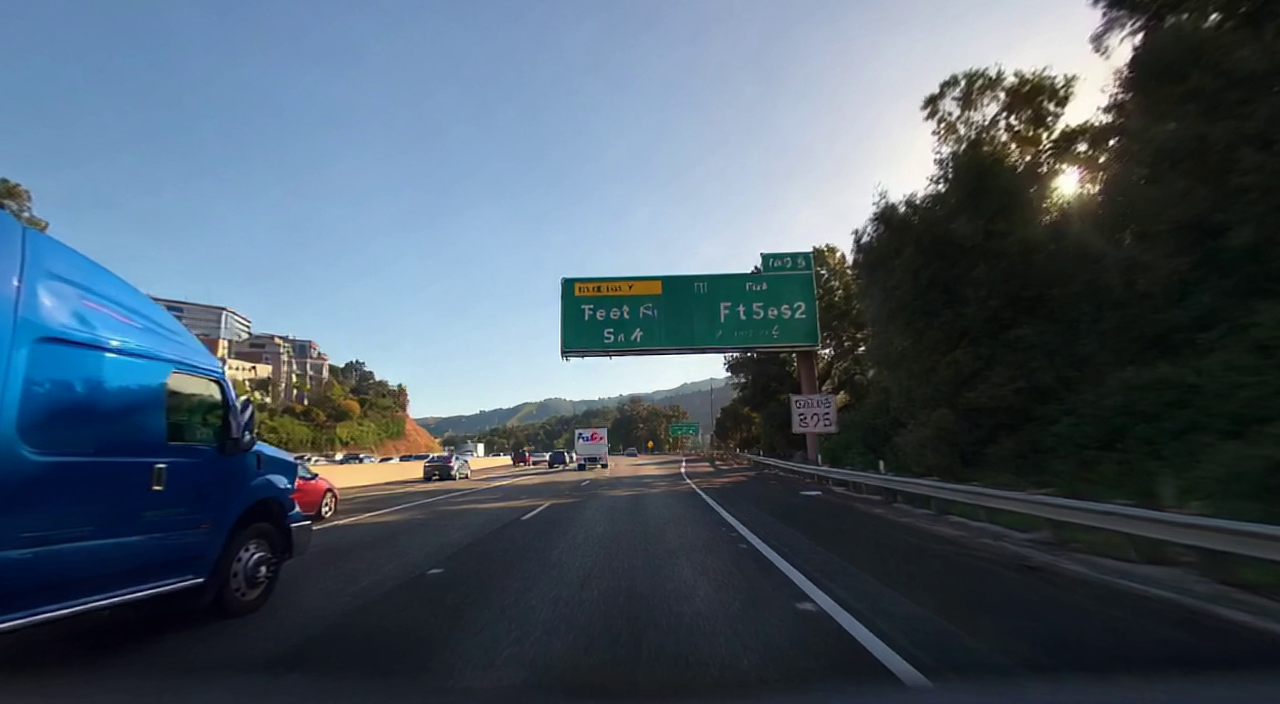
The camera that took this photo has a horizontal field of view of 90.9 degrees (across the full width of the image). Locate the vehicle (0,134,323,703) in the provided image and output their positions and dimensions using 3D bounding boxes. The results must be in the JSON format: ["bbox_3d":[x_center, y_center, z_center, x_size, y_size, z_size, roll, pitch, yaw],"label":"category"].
[{"bbox_3d":[-4.181,0.399,2.933,2.318,2.834,5.910,0,-8,-1],"label":"vehicle"}]

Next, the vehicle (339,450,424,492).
[{"bbox_3d":[-11.675,5.382,28.828,1.931,1.692,4.443,0,-8,1],"label":"vehicle"}]
